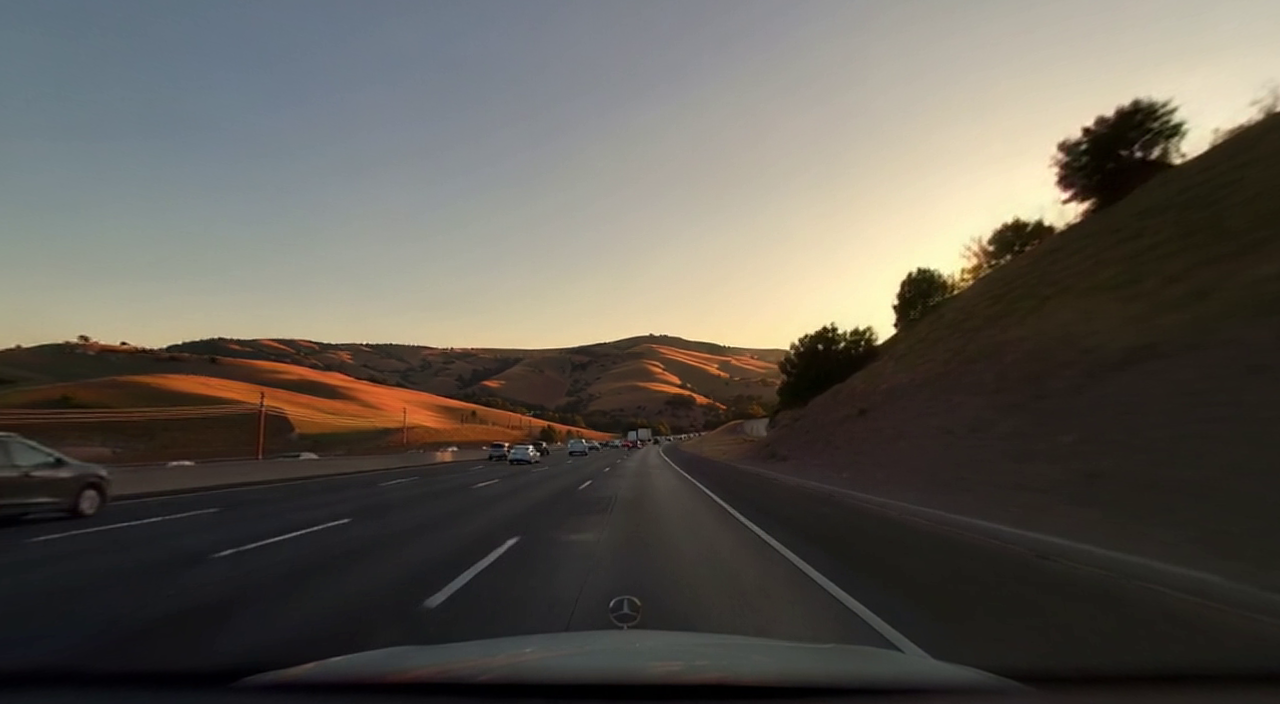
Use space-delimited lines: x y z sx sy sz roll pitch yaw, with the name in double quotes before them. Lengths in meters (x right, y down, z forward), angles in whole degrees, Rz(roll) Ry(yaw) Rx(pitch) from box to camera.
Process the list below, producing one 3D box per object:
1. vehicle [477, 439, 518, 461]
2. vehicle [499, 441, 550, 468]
"vehicle" -11.141 7.702 49.476 2.020 1.645 4.629 0 -9 1
"vehicle" -6.851 6.102 37.822 2.107 1.484 4.449 0 -9 1
